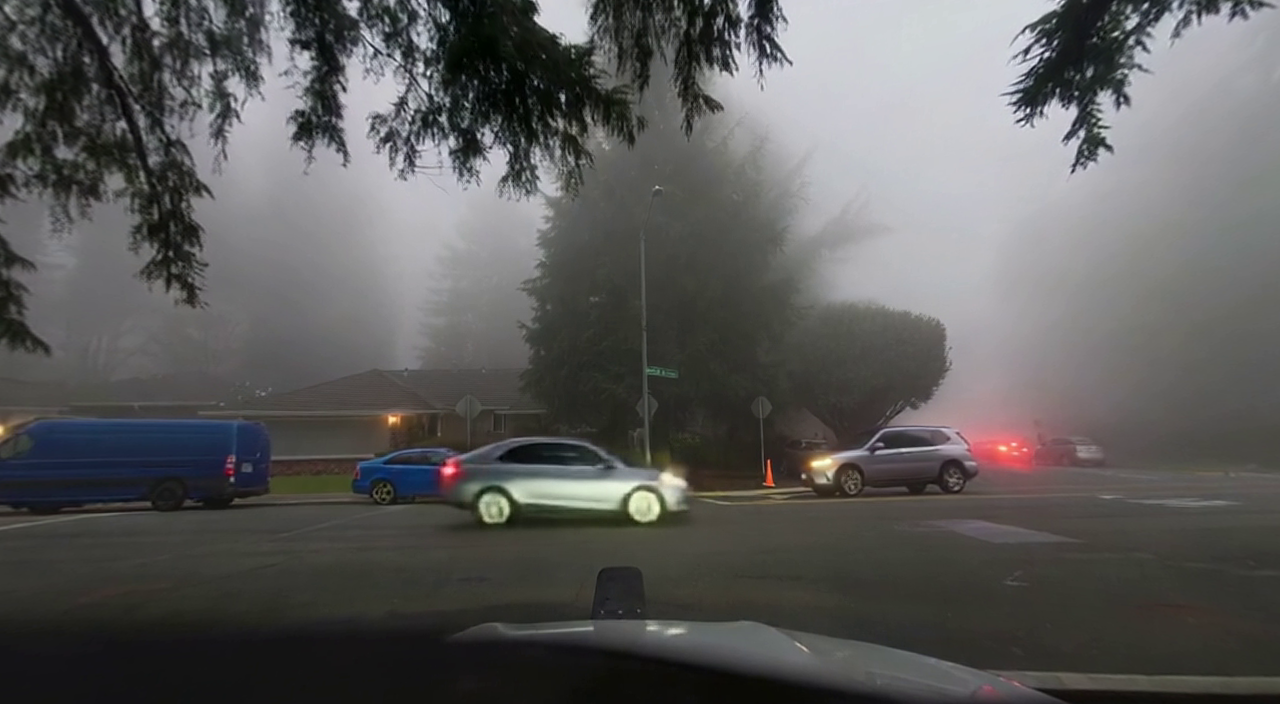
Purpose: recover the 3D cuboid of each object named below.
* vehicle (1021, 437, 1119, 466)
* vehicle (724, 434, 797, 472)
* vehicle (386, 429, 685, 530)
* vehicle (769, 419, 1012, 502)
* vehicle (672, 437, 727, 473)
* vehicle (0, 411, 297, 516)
[{"bbox_3d":[22.657,5.255,33.375,3.863,1.453,1.826,1,-8,-4],"label":"vehicle"},{"bbox_3d":[5.275,4.498,28.301,2.007,1.555,4.204,1,-9,-7],"label":"vehicle"},{"bbox_3d":[-1.674,2.171,11.107,4.684,1.556,2.087,0,-8,-3],"label":"vehicle"},{"bbox_3d":[5.968,2.621,15.492,5.047,1.851,2.103,1,-9,-6],"label":"vehicle"},{"bbox_3d":[2.577,4.582,28.318,1.745,1.461,4.074,1,-9,-5],"label":"vehicle"},{"bbox_3d":[-14.135,3.079,17.223,7.824,2.323,2.863,-2,-10,-3],"label":"vehicle"}]
